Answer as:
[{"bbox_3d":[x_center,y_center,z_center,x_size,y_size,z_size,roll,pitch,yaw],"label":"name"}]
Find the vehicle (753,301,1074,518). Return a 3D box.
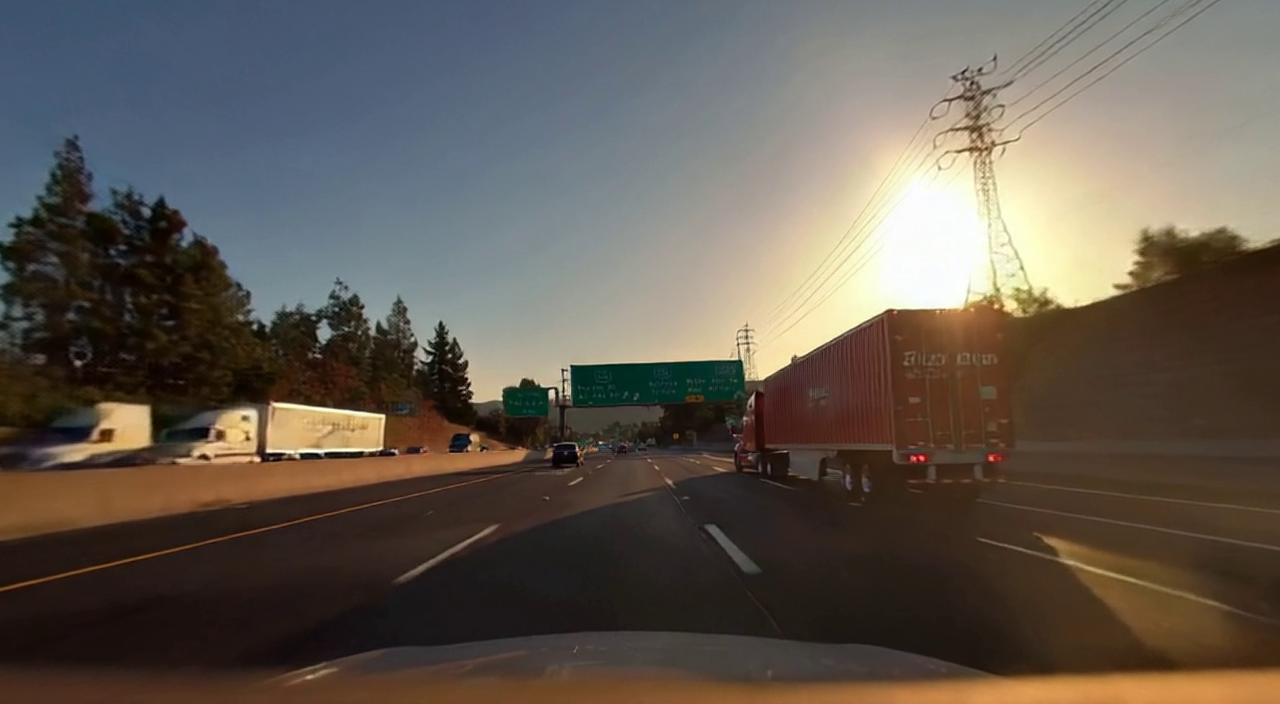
[{"bbox_3d":[6.632,2.270,20.077,2.919,4.195,15.833,0,-9,-1],"label":"vehicle"}]

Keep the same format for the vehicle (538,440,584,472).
[{"bbox_3d":[-4.356,5.802,35.319,2.027,1.651,4.099,0,-9,0],"label":"vehicle"}]

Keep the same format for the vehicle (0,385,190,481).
[{"bbox_3d":[-25.154,3.719,28.124,3.102,3.541,9.922,0,-9,-2],"label":"vehicle"}]

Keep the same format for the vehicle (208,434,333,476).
[{"bbox_3d":[-17.583,4.950,30.567,2.410,1.798,6.090,0,-9,0],"label":"vehicle"}]
